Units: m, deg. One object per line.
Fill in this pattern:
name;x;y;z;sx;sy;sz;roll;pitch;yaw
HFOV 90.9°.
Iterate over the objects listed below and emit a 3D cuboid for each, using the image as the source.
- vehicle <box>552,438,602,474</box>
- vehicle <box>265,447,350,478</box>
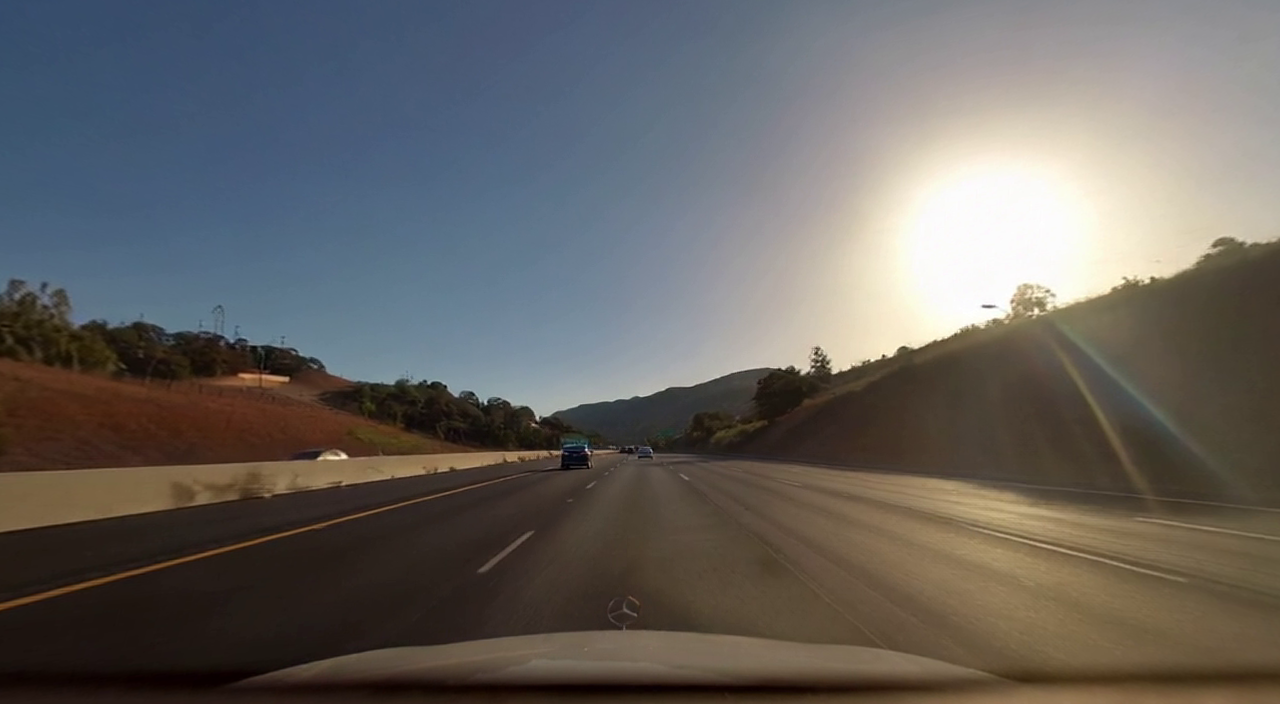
vehicle;-3.239;5.433;33.183;2.072;1.706;4.359;0;-8;2
vehicle;-17.545;5.830;33.605;1.834;1.485;4.868;0;-8;1
